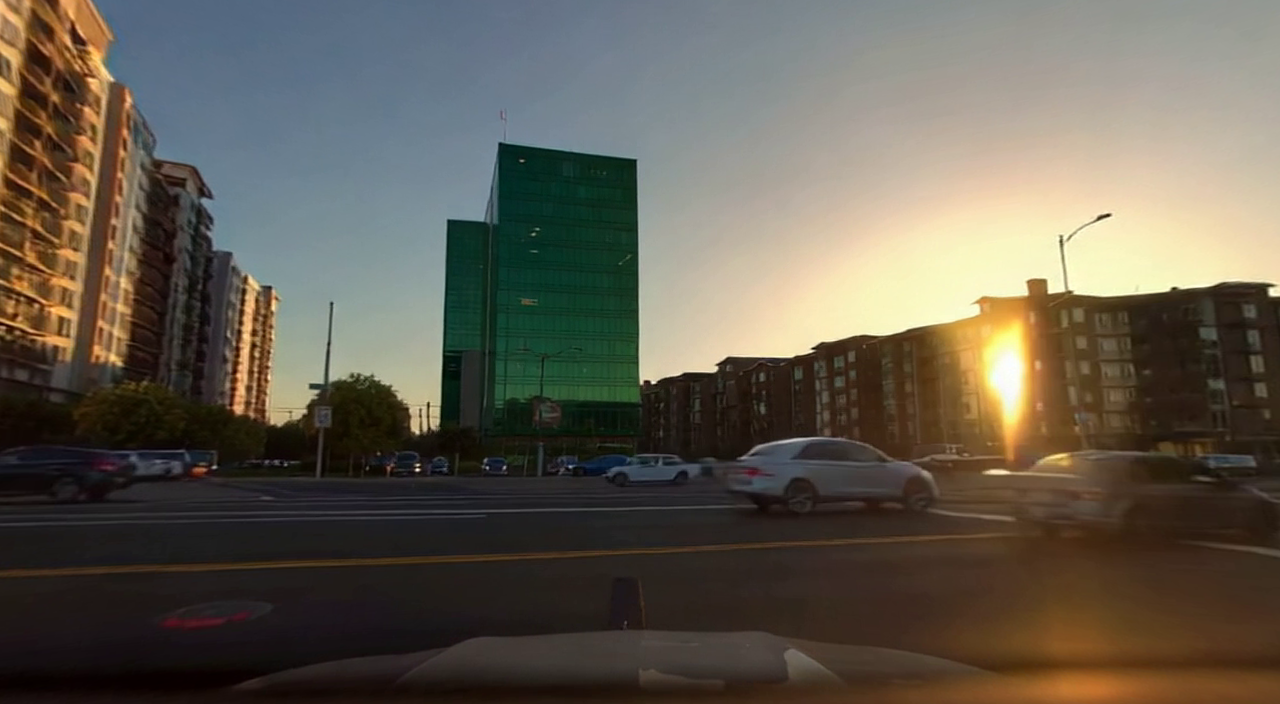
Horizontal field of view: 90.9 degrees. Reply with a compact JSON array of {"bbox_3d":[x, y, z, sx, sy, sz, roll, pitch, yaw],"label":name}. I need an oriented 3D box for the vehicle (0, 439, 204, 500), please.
[{"bbox_3d":[-15.027,3.067,16.659,5.371,1.488,1.763,2,-9,-14],"label":"vehicle"}]

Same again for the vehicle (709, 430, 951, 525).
[{"bbox_3d":[3.812,2.520,12.993,4.284,1.692,2.031,3,-9,-15],"label":"vehicle"}]

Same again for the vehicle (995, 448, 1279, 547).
[{"bbox_3d":[8.956,2.405,10.934,4.710,1.444,2.041,3,-9,-15],"label":"vehicle"}]

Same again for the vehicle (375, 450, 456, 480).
[{"bbox_3d":[-15.463,7.788,43.532,4.920,1.956,1.865,-1,-9,8],"label":"vehicle"}]

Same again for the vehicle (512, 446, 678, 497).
[{"bbox_3d":[-1.440,3.715,19.890,4.921,1.453,1.894,3,-9,-15],"label":"vehicle"}]
